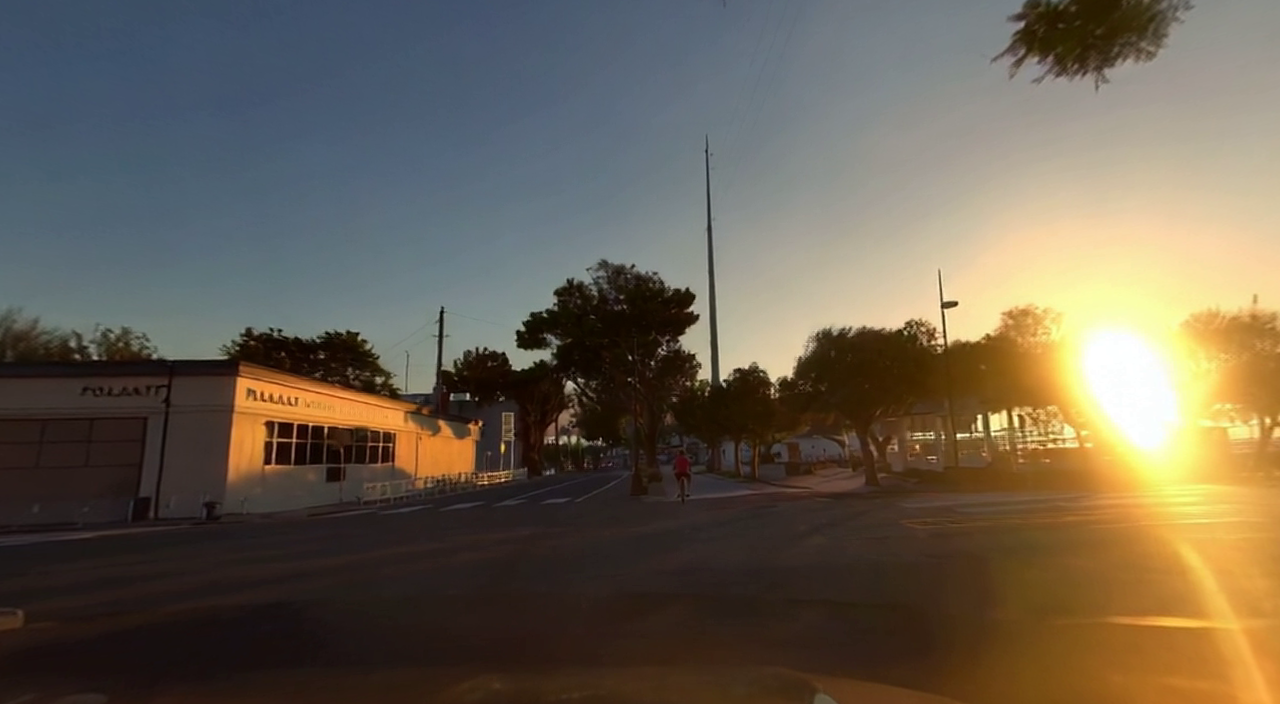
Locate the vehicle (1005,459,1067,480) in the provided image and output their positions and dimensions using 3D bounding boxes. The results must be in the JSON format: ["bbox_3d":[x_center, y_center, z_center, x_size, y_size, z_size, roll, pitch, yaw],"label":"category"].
[{"bbox_3d":[30.451,9.011,48.615,3.794,1.403,1.636,-1,-9,-9],"label":"vehicle"}]
